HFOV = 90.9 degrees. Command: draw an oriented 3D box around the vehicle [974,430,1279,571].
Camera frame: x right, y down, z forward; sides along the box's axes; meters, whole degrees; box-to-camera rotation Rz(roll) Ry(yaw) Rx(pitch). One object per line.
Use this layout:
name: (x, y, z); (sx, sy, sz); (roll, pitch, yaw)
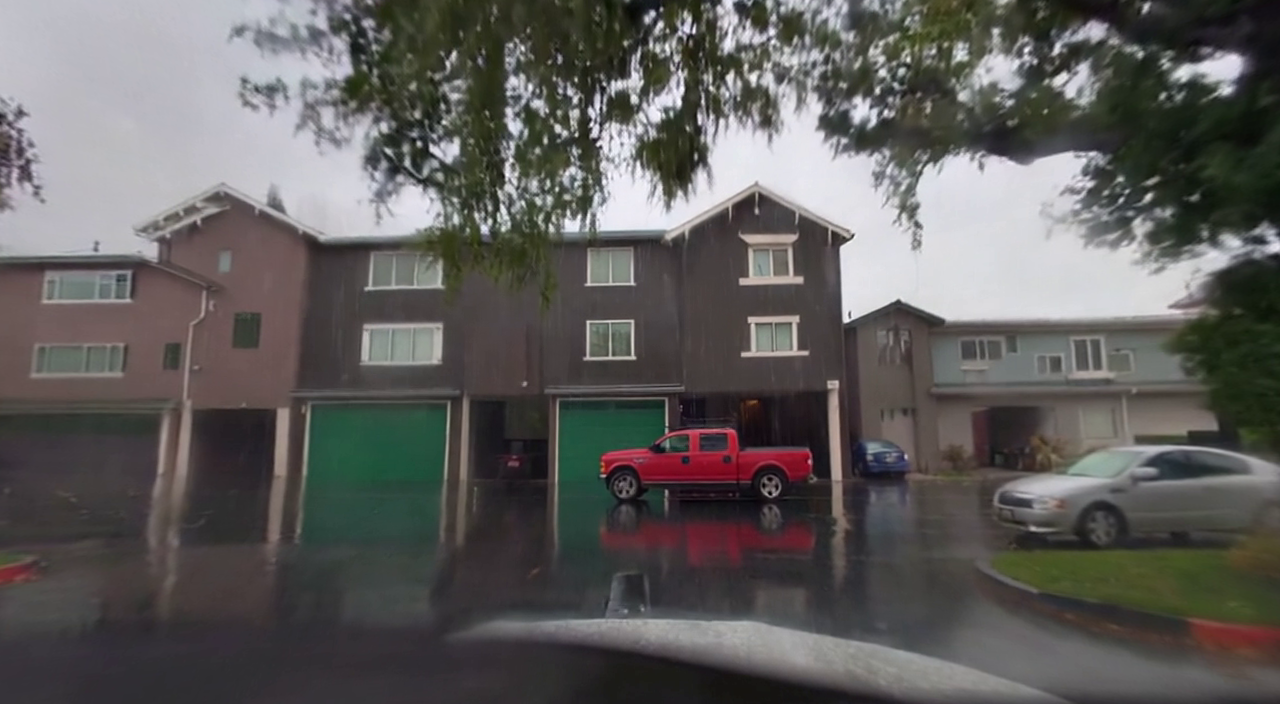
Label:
vehicle: (7.535, 2.036, 9.307); (4.074, 1.617, 2.112); (0, -4, -8)

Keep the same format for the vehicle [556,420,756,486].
vehicle: (0.446, 2.997, 18.856); (5.600, 1.835, 2.161); (0, -8, -1)

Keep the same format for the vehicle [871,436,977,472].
vehicle: (14.518, 5.231, 32.444); (4.383, 1.784, 2.211); (0, -8, 0)

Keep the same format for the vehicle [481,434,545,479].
vehicle: (-5.358, 4.406, 27.057); (1.869, 1.460, 3.826); (-3, -4, 1)
